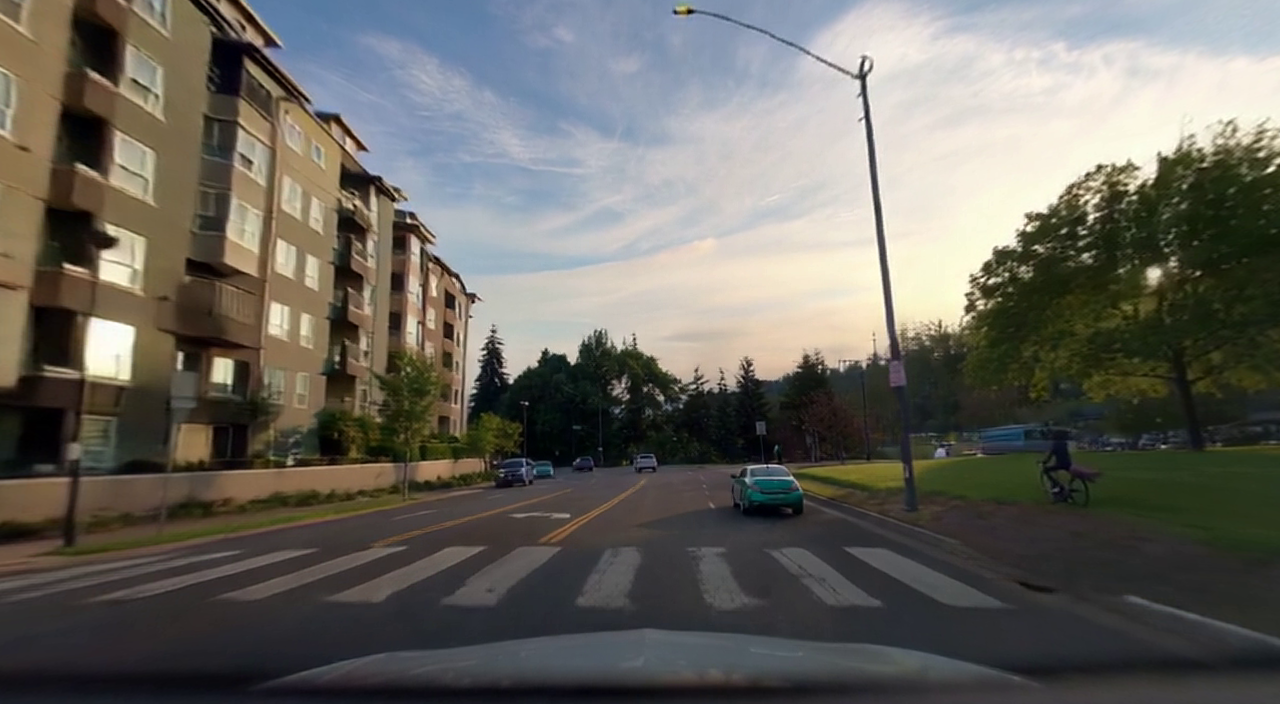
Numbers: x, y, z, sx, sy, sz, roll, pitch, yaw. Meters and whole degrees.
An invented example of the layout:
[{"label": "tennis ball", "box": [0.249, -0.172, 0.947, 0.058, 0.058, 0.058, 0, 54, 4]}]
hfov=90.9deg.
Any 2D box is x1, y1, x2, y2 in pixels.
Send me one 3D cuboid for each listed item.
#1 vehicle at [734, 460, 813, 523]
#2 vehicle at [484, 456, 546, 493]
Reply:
[{"label": "vehicle", "box": [3.222, 3.438, 15.648, 1.559, 1.351, 2.452, -4, -11, 5]}, {"label": "vehicle", "box": [-7.417, 7.346, 37.991, 2.347, 1.846, 4.915, -6, -10, 3]}]
